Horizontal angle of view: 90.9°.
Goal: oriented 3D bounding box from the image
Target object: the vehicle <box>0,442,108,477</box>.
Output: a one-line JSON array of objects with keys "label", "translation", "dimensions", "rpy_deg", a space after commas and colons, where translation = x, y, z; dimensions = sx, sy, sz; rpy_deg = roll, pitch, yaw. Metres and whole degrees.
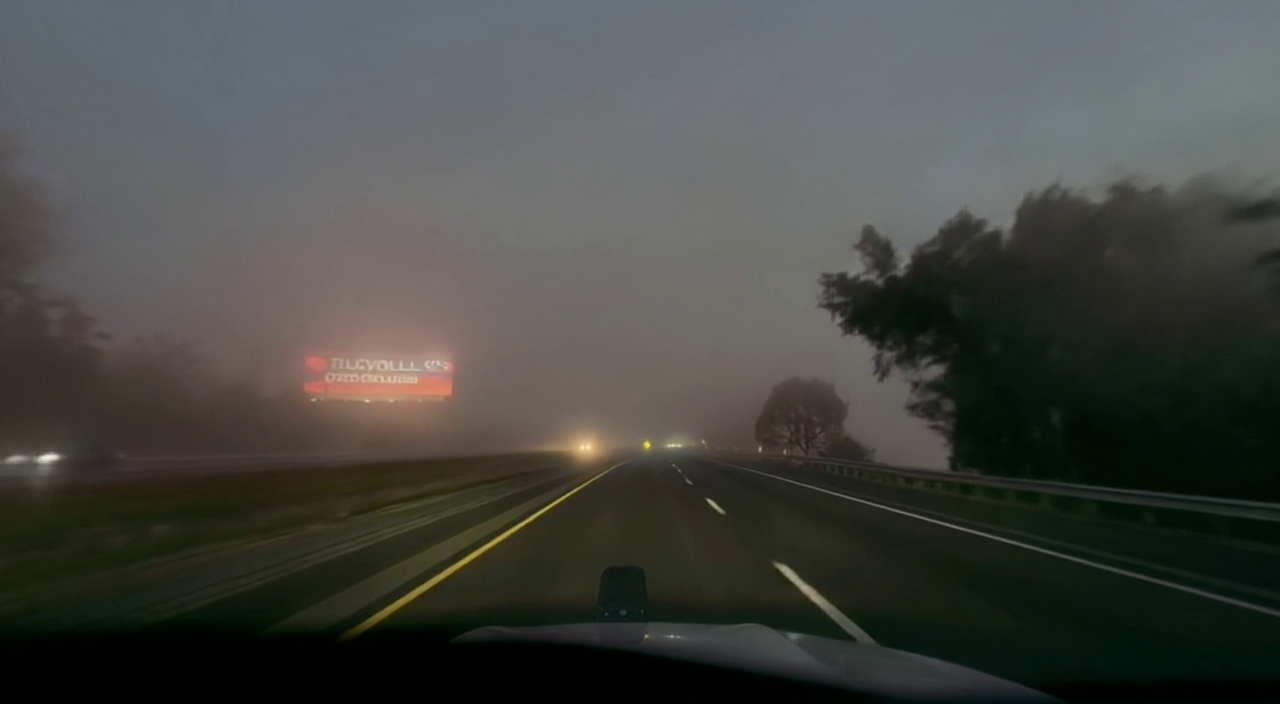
[{"label": "vehicle", "translation": [-27.945, 5.008, 29.676], "dimensions": [1.845, 1.504, 4.445], "rpy_deg": [0, -8, 2]}]
